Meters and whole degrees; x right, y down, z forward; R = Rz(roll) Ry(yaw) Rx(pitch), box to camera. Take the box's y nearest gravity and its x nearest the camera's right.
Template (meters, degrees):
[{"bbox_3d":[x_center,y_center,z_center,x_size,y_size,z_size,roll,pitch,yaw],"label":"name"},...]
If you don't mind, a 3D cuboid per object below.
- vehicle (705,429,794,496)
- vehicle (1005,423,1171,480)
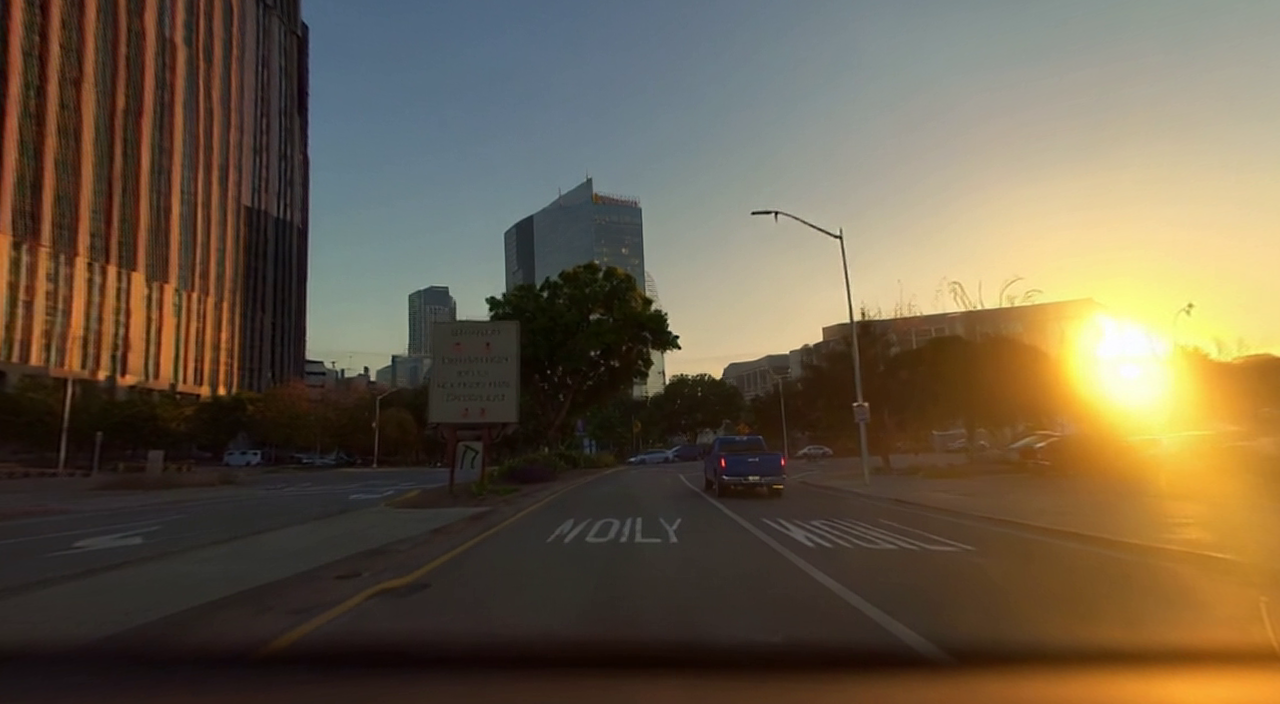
[{"bbox_3d":[3.514,3.673,21.477,2.402,1.922,5.677,-1,-8,4],"label":"vehicle"},{"bbox_3d":[17.593,3.913,25.072,4.765,1.678,2.228,-5,-3,7],"label":"vehicle"}]
